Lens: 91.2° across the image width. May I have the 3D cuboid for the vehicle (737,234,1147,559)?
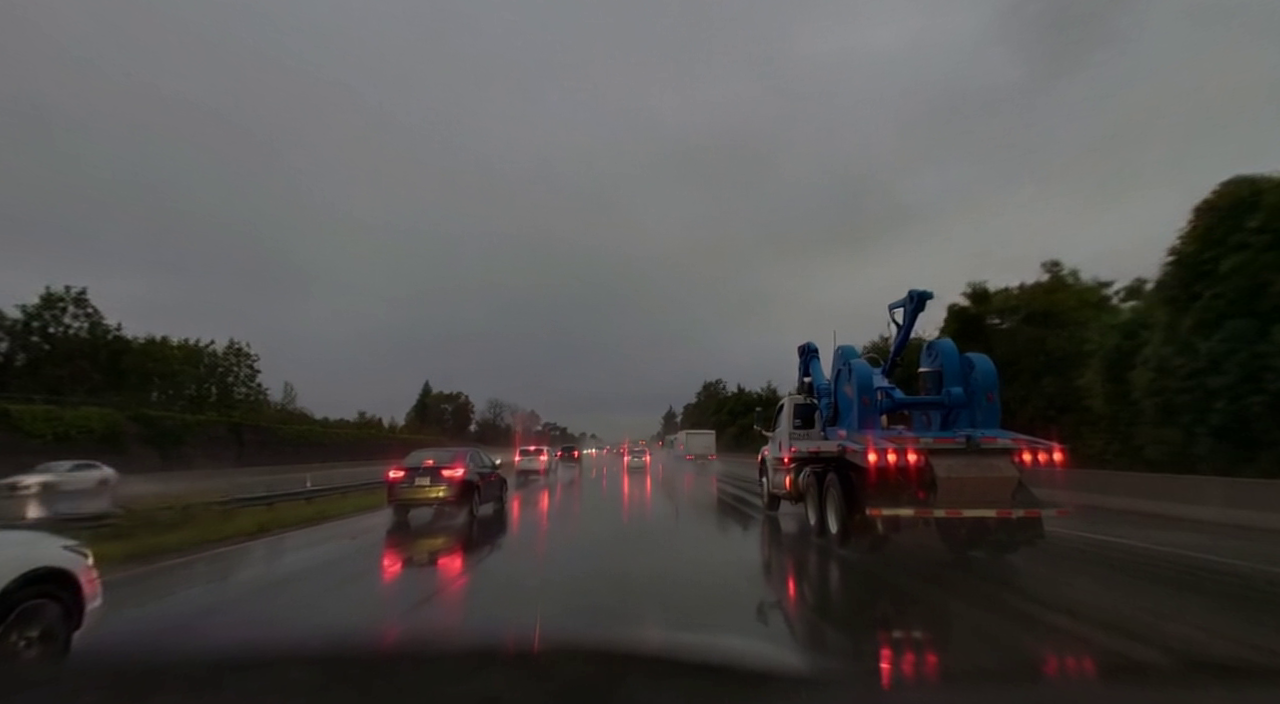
[{"bbox_3d":[3.930,1.071,11.171,2.975,3.618,8.456,0,-9,0],"label":"vehicle"}]

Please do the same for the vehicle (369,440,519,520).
[{"bbox_3d":[-4.232,2.823,14.435,1.880,1.507,4.757,0,-9,0],"label":"vehicle"}]

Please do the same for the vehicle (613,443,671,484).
[{"bbox_3d":[0.021,4.477,25.458,2.150,1.498,3.988,0,-9,-2],"label":"vehicle"}]

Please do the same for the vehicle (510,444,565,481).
[{"bbox_3d":[-4.599,5.032,28.792,1.858,1.527,3.974,0,-9,0],"label":"vehicle"}]

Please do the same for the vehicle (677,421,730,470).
[{"bbox_3d":[3.917,5.991,40.121,2.416,2.829,7.016,0,-9,-2],"label":"vehicle"}]

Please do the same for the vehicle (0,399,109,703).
[{"bbox_3d":[-4.158,0.792,1.597,1.978,1.556,4.119,0,-9,0],"label":"vehicle"}]

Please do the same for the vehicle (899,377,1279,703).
[{"bbox_3d":[4.067,1.080,3.686,2.599,1.631,5.693,0,-9,-1],"label":"vehicle"}]
